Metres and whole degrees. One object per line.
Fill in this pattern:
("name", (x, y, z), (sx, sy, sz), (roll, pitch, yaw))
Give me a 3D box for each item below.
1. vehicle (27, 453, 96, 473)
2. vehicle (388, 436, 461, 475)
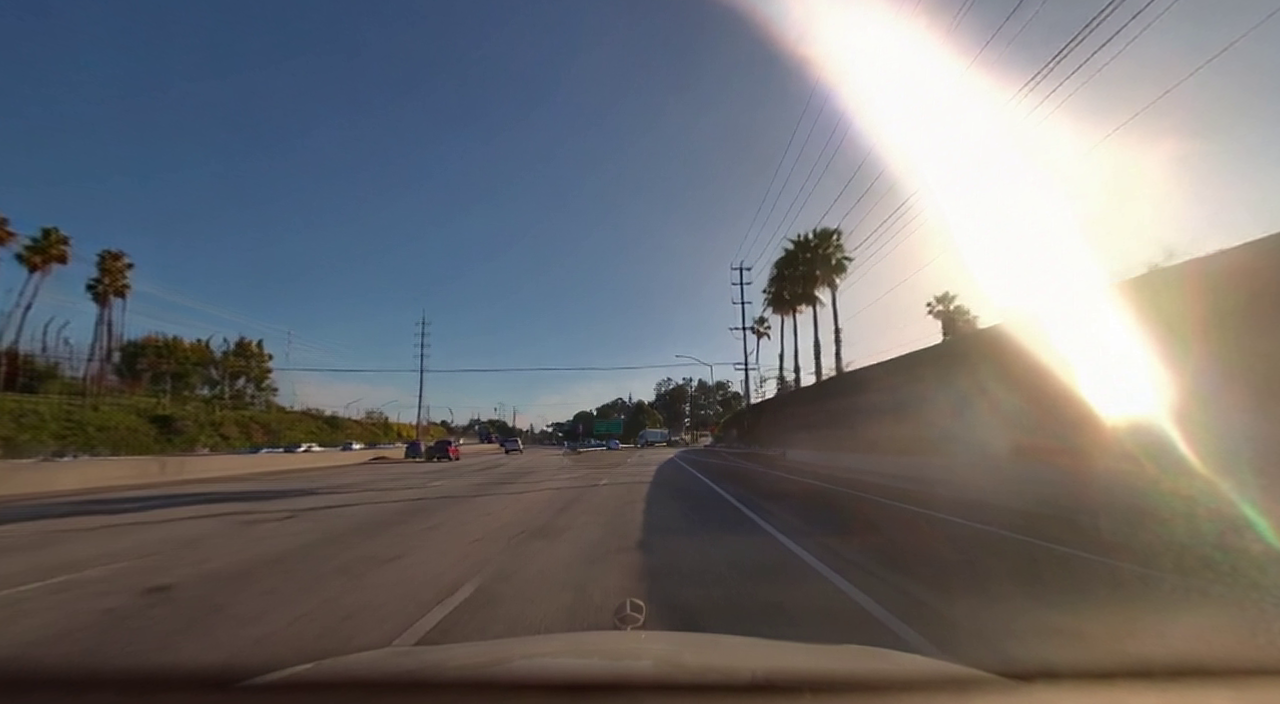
("vehicle", (-44.011, 8.424, 48.091), (1.719, 1.408, 4.170), (1, -9, -8))
("vehicle", (-9.526, 4.598, 28.222), (2.029, 1.609, 3.935), (1, -8, -3))
